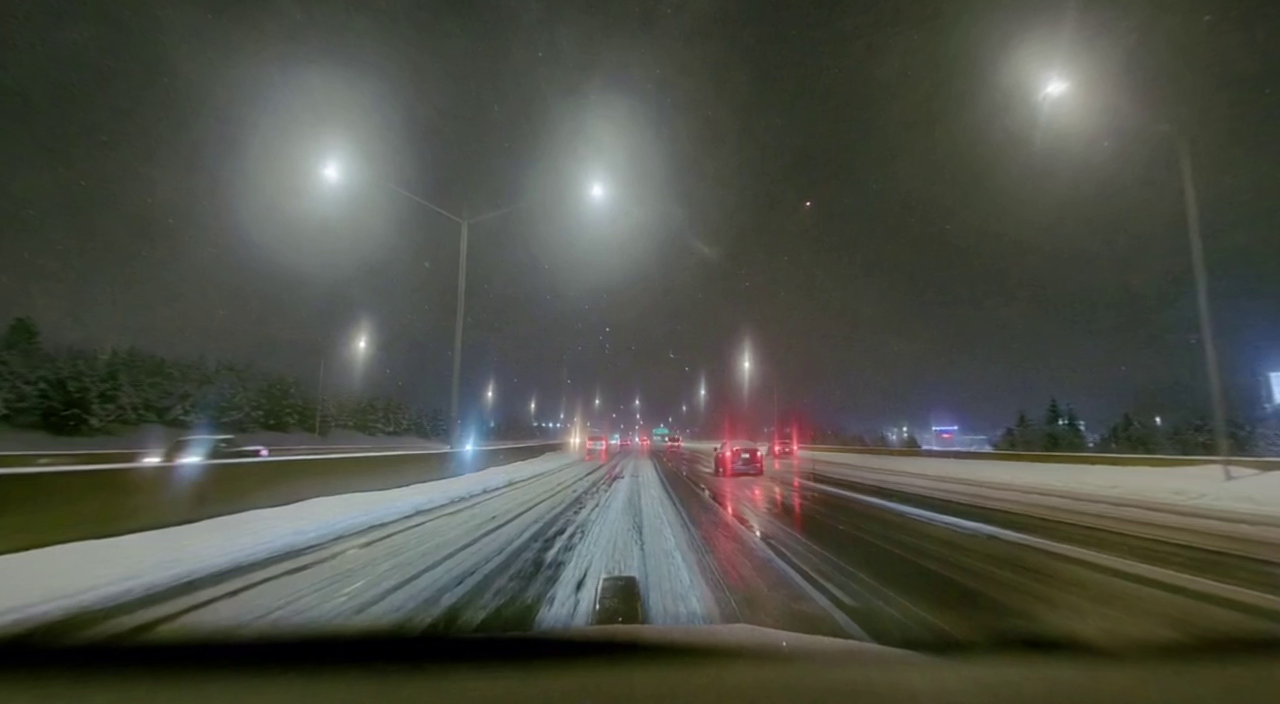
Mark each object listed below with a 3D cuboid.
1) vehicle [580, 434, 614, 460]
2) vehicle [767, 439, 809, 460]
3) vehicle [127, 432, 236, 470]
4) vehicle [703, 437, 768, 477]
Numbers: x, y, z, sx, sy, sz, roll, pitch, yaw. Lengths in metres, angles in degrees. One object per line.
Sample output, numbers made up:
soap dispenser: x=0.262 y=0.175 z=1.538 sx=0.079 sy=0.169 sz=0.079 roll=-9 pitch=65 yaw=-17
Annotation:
vehicle: x=-2.996 y=6.718 z=44.699 sx=2.072 sy=1.730 sz=4.381 roll=0 pitch=-9 yaw=0
vehicle: x=11.062 y=7.309 z=47.402 sx=2.019 sy=1.529 sz=4.385 roll=0 pitch=-9 yaw=-1
vehicle: x=-21.179 y=4.585 z=29.395 sx=1.938 sy=1.627 sz=4.131 roll=0 pitch=-9 yaw=0
vehicle: x=3.842 y=4.300 z=26.129 sx=1.961 sy=1.504 sz=4.094 roll=0 pitch=-9 yaw=-1
